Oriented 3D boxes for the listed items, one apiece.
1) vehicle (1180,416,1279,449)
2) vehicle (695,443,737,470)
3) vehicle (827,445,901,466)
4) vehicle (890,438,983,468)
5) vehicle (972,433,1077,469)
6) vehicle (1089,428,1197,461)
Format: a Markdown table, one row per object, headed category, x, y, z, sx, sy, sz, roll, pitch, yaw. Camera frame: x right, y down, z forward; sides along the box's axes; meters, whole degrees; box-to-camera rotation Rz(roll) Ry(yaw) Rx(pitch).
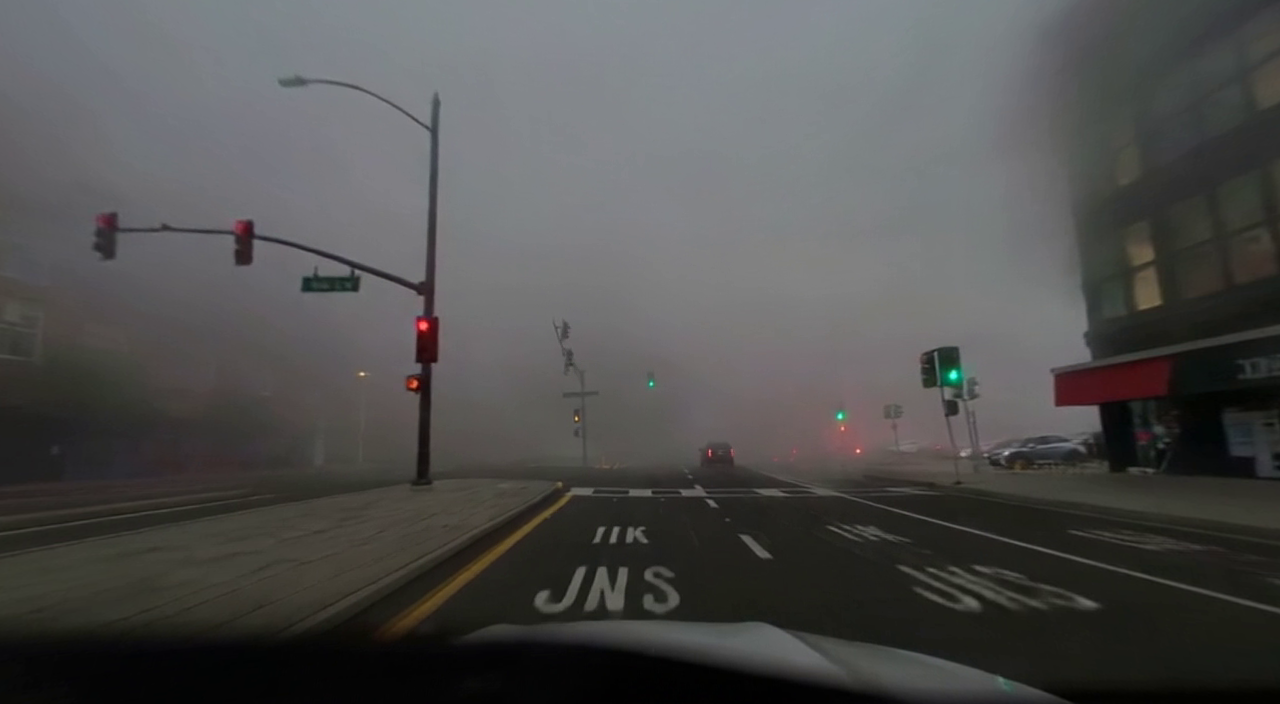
| category | x | y | z | sx | sy | sz | roll | pitch | yaw |
| --- | --- | --- | --- | --- | --- | --- | --- | --- | --- |
| vehicle | 35.856 | 4.834 | 37.879 | 4.687 | 1.902 | 2.162 | 0 | -9 | -1 |
| vehicle | 4.500 | 6.269 | 38.001 | 2.038 | 1.528 | 4.259 | 0 | -8 | 1 |
| vehicle | 15.848 | 7.288 | 44.568 | 4.581 | 1.434 | 1.893 | -5 | -10 | 30 |
| vehicle | 17.569 | 6.017 | 37.553 | 4.491 | 1.702 | 2.094 | -1 | -9 | 5 |
| vehicle | 20.709 | 5.348 | 34.067 | 4.341 | 1.845 | 1.984 | 0 | -9 | 0 |
| vehicle | 27.222 | 5.016 | 34.162 | 4.280 | 1.734 | 1.964 | 1 | -9 | -6 |
